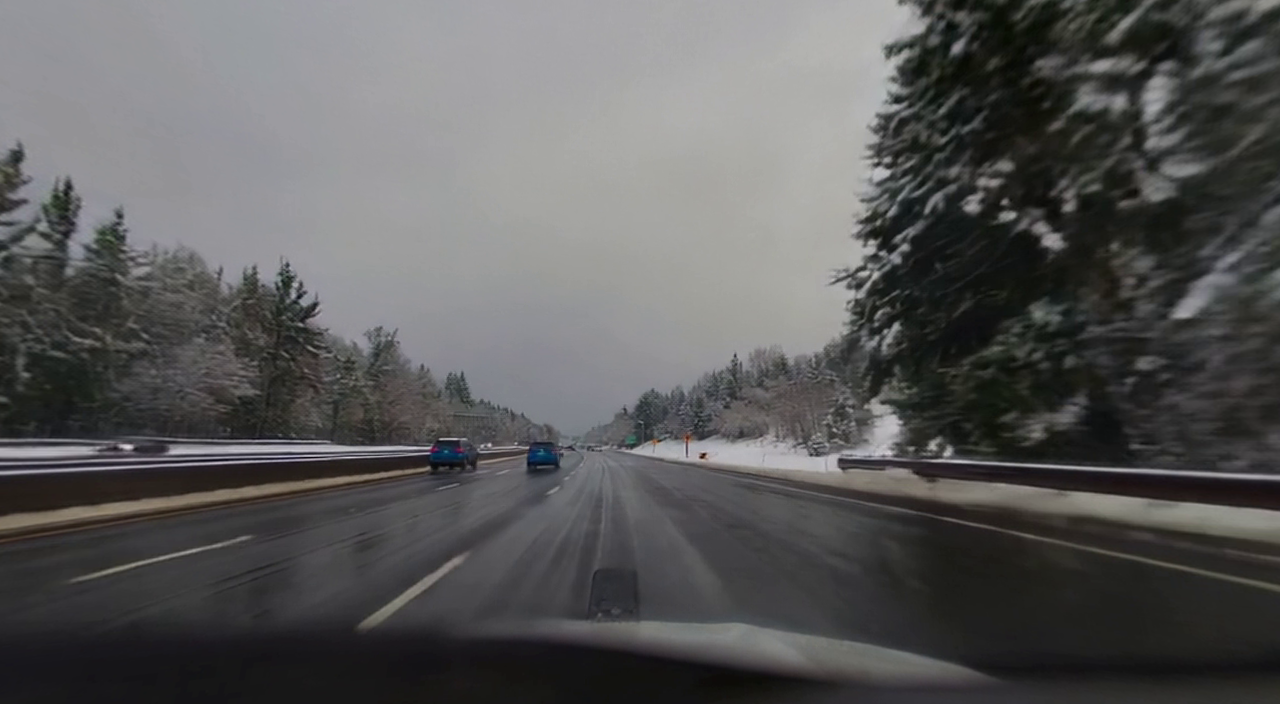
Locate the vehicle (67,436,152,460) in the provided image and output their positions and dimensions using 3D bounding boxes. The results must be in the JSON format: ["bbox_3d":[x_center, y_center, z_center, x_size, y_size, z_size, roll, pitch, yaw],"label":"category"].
[{"bbox_3d":[-34.733,6.317,41.562,1.944,1.478,4.464,0,-9,-5],"label":"vehicle"}]

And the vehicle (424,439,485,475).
[{"bbox_3d":[-9.420,5.369,32.486,2.016,1.711,4.365,0,-9,-3],"label":"vehicle"}]

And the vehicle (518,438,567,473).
[{"bbox_3d":[-5.276,5.687,34.792,2.146,1.766,4.502,0,-9,-3],"label":"vehicle"}]
